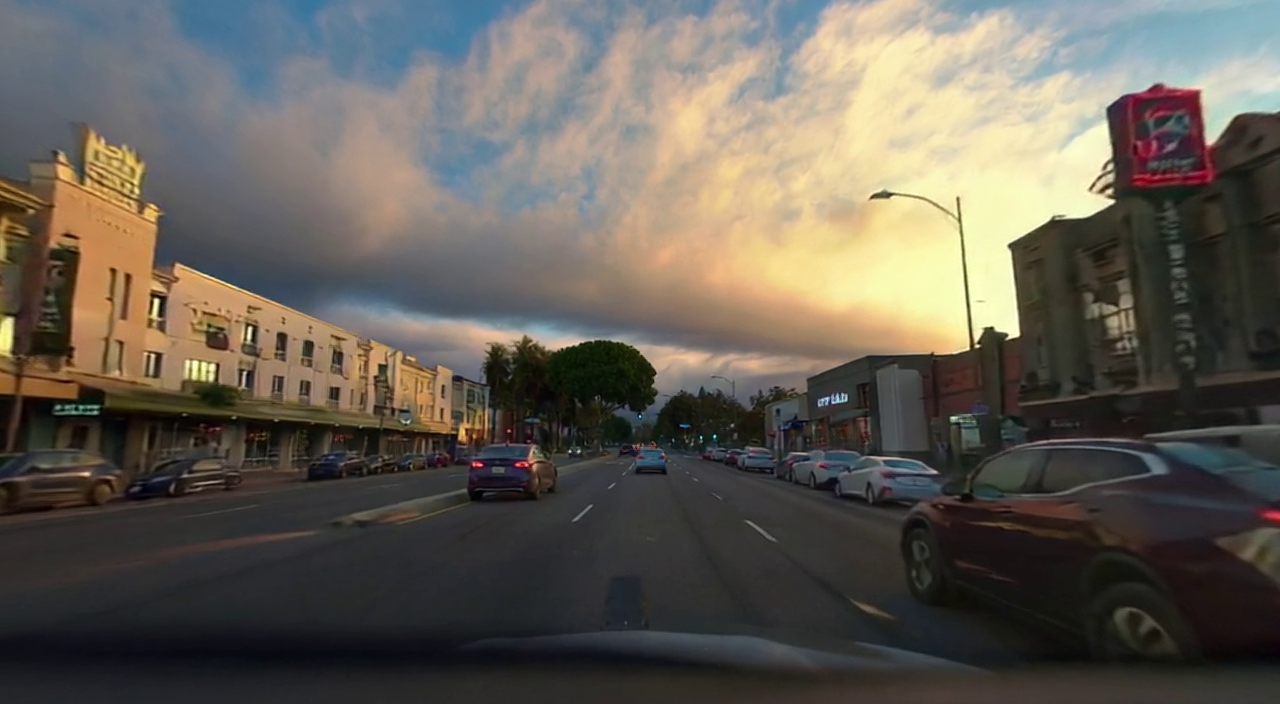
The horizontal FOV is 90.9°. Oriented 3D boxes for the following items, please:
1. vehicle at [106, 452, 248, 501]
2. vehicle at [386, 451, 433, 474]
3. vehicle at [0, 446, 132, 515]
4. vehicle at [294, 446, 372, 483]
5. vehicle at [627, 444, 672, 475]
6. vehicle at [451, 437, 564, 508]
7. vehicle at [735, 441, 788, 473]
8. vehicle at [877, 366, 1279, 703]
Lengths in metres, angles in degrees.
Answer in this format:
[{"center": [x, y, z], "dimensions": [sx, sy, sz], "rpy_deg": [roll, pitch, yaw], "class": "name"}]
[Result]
[{"center": [-17.053, 4.549, 23.543], "dimensions": [1.915, 1.497, 4.445], "rpy_deg": [-2, -8, 1], "class": "vehicle"}, {"center": [-16.627, 7.969, 45.695], "dimensions": [1.854, 1.466, 4.377], "rpy_deg": [-2, -8, 0], "class": "vehicle"}, {"center": [-17.043, 3.483, 17.298], "dimensions": [2.121, 1.678, 4.936], "rpy_deg": [-2, -8, -1], "class": "vehicle"}, {"center": [-16.719, 6.083, 34.583], "dimensions": [2.089, 1.756, 4.486], "rpy_deg": [-2, -8, -1], "class": "vehicle"}, {"center": [0.462, 5.353, 31.627], "dimensions": [2.103, 1.468, 4.094], "rpy_deg": [0, -9, 1], "class": "vehicle"}, {"center": [-3.111, 2.914, 15.729], "dimensions": [1.860, 1.510, 4.073], "rpy_deg": [-1, -9, 1], "class": "vehicle"}, {"center": [7.312, 6.406, 38.563], "dimensions": [2.207, 1.789, 5.099], "rpy_deg": [0, -9, 0], "class": "vehicle"}, {"center": [3.328, 1.143, 4.159], "dimensions": [1.987, 1.637, 3.896], "rpy_deg": [0, -9, 0], "class": "vehicle"}]
